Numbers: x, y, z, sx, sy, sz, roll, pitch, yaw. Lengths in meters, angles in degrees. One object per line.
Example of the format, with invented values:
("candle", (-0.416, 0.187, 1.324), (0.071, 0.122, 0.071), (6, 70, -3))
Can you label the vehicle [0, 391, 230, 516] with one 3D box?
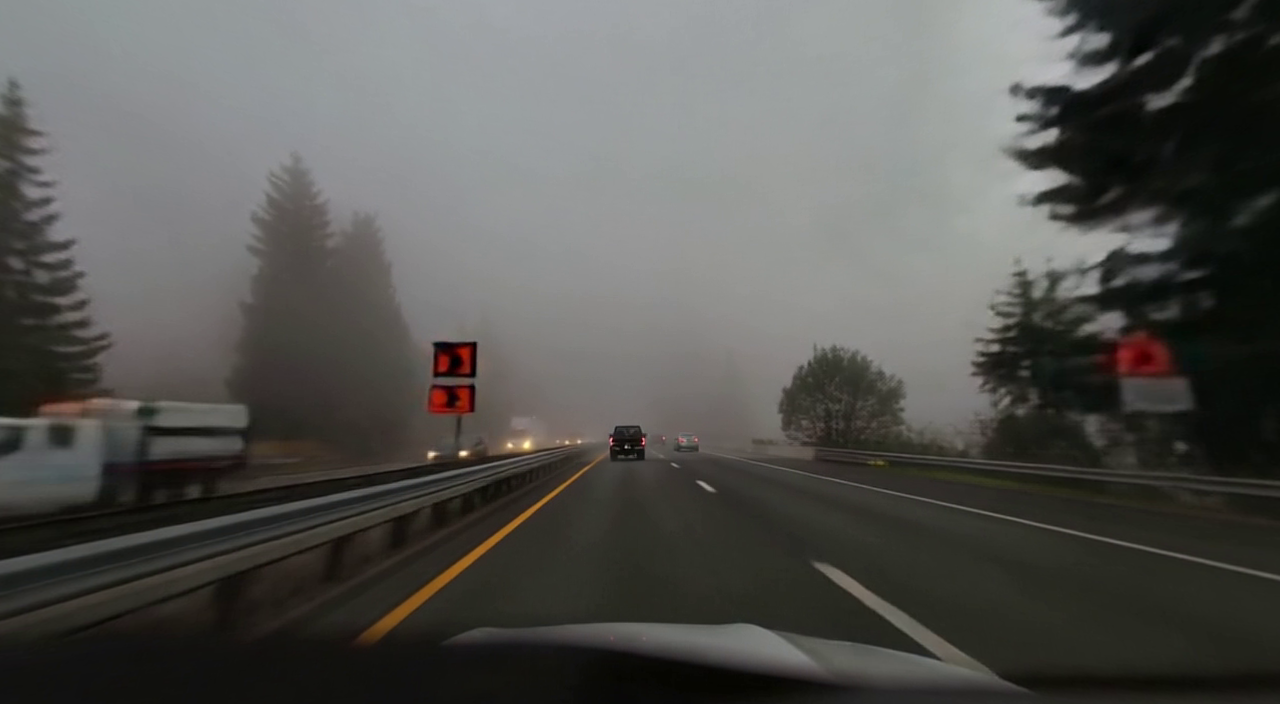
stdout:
("vehicle", (-13.702, 2.597, 16.578), (2.532, 2.792, 4.713), (0, -8, -1))

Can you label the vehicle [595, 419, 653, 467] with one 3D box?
("vehicle", (-0.745, 4.227, 29.353), (2.503, 2.044, 4.633), (0, -8, -2))

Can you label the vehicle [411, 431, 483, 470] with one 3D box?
("vehicle", (-9.176, 4.727, 30.405), (2.020, 1.712, 4.717), (0, -8, -1))
